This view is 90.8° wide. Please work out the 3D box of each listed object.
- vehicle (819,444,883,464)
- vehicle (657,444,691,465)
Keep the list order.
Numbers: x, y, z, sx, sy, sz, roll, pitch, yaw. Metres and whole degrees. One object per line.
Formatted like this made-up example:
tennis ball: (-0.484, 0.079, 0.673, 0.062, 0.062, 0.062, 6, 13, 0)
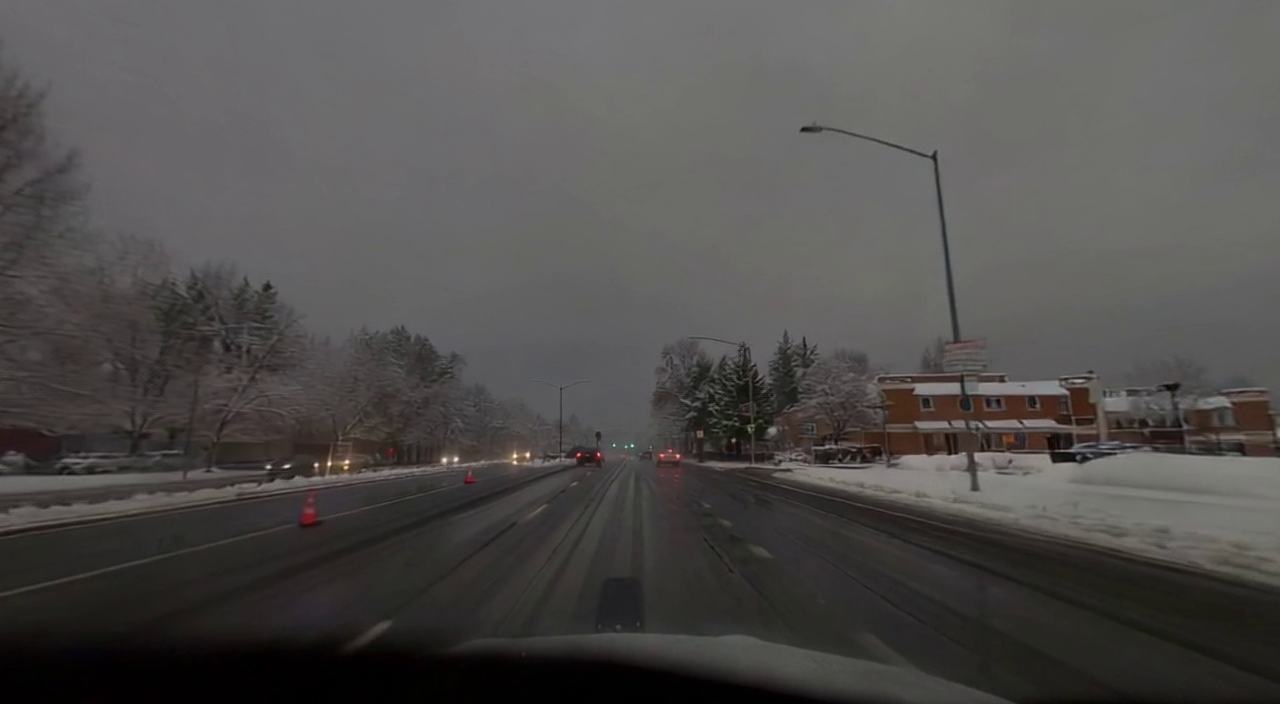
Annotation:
vehicle: (16.578, 8.031, 49.794, 4.410, 1.472, 1.803, -6, -10, 32)
vehicle: (2.456, 7.552, 46.767, 2.063, 1.483, 4.226, 0, -9, -2)
